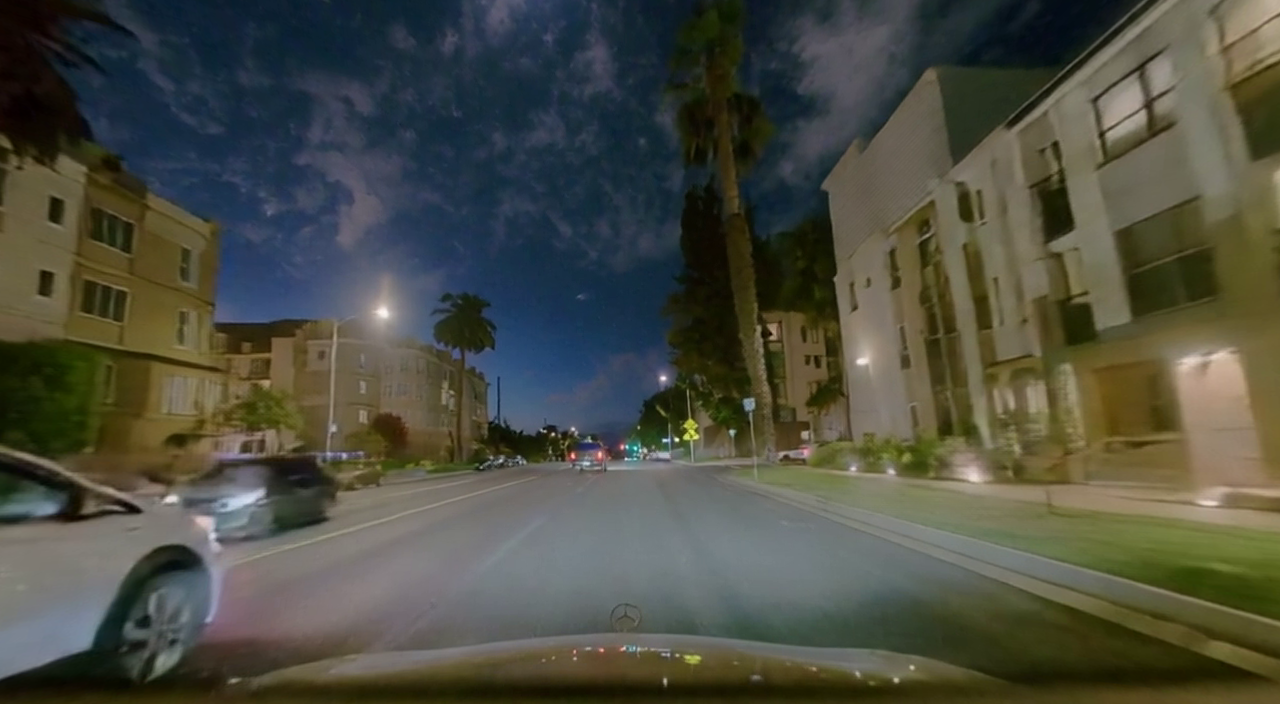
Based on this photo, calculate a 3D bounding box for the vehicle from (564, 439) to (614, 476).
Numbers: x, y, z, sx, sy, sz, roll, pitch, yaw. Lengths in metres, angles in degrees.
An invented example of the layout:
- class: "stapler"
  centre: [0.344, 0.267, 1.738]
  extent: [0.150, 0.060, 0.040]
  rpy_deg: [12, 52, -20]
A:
- class: "vehicle"
  centre: [-2.587, 5.530, 33.245]
  extent: [1.994, 1.810, 5.057]
  rpy_deg: [-1, -9, 3]

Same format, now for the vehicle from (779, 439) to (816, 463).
- class: "vehicle"
  centre: [12.307, 7.738, 49.411]
  extent: [1.924, 1.624, 4.873]
  rpy_deg: [-5, -8, 5]

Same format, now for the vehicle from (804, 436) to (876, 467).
- class: "vehicle"
  centre: [12.418, 6.201, 39.182]
  extent: [3.778, 1.744, 1.804]
  rpy_deg: [-1, -9, -4]

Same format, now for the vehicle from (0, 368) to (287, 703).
- class: "vehicle"
  centre: [-3.273, 0.866, 2.070]
  extent: [1.929, 1.651, 3.948]
  rpy_deg: [0, -9, -1]
